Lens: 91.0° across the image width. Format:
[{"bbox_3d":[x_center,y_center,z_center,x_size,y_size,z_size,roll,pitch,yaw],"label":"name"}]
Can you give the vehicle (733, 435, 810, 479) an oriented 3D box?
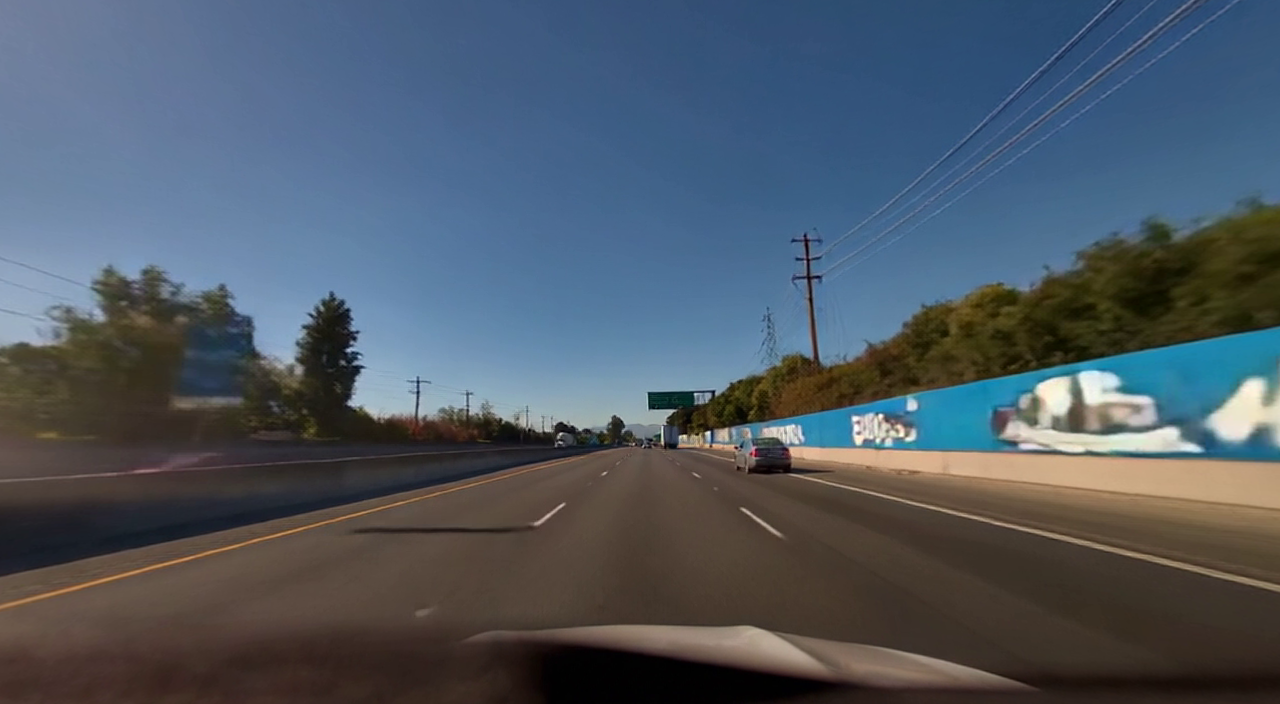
[{"bbox_3d":[4.851,3.937,23.811,1.991,1.494,3.951,0,-8,-1],"label":"vehicle"}]
